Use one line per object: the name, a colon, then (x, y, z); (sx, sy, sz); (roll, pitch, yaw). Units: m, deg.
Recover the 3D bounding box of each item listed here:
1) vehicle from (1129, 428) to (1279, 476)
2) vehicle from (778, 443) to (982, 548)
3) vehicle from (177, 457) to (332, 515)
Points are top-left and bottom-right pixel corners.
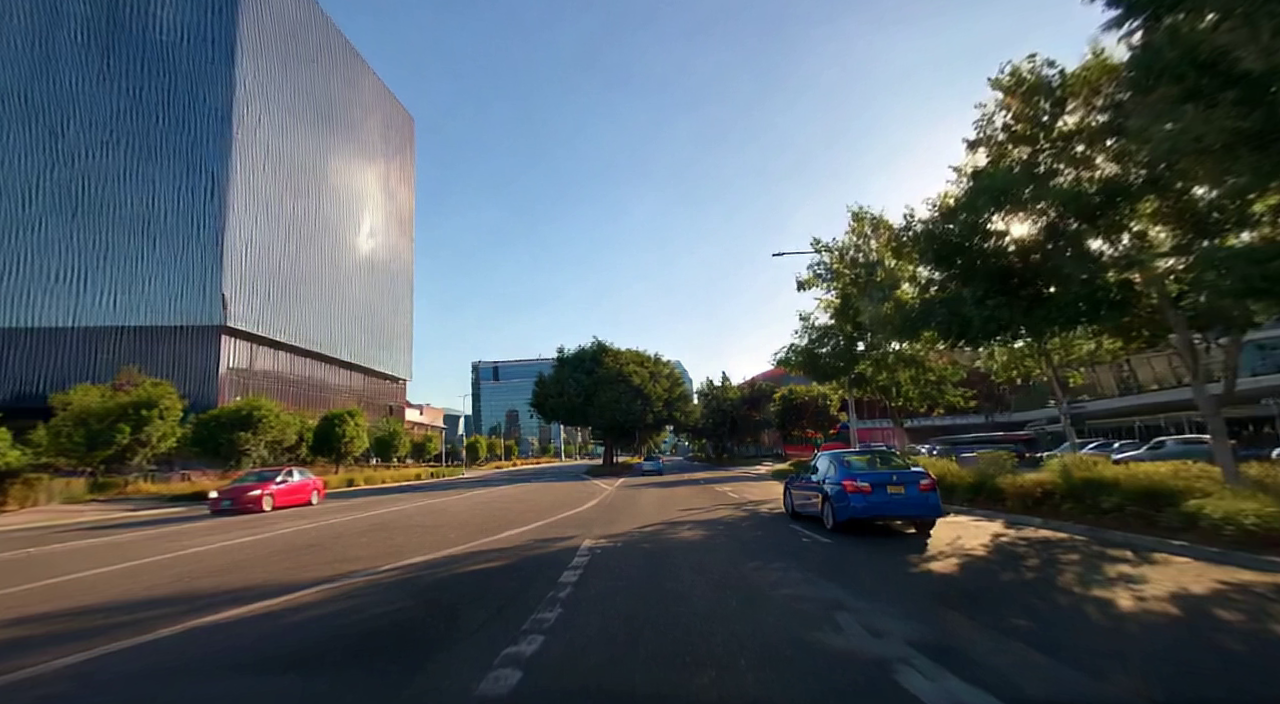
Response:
vehicle: (21.757, 3.762, 23.737); (4.969, 1.697, 1.947); (0, -9, -2)
vehicle: (3.944, 2.410, 11.256); (1.993, 1.501, 4.127); (0, -9, 0)
vehicle: (-11.757, 4.084, 19.628); (1.975, 1.517, 4.373); (0, -9, 1)
